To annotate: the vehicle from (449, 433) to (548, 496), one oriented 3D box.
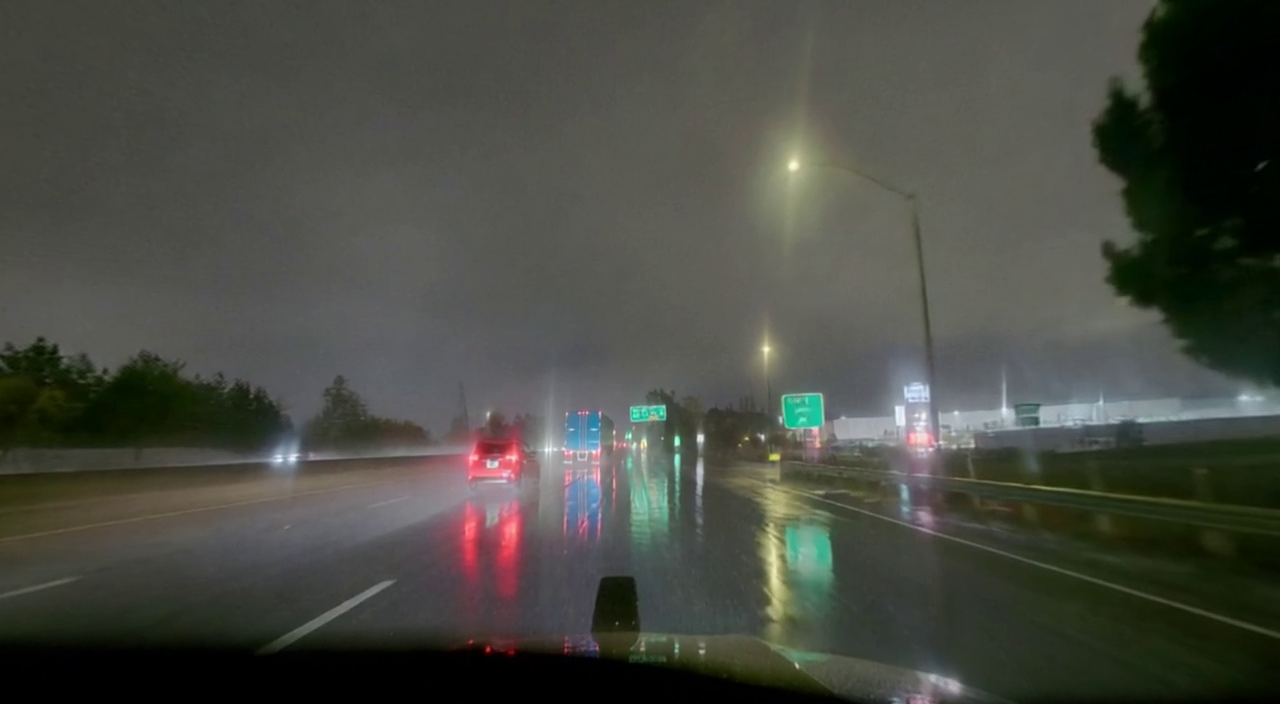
[{"bbox_3d":[-4.097,3.341,19.068,2.033,1.669,4.112,0,-9,0],"label":"vehicle"}]
